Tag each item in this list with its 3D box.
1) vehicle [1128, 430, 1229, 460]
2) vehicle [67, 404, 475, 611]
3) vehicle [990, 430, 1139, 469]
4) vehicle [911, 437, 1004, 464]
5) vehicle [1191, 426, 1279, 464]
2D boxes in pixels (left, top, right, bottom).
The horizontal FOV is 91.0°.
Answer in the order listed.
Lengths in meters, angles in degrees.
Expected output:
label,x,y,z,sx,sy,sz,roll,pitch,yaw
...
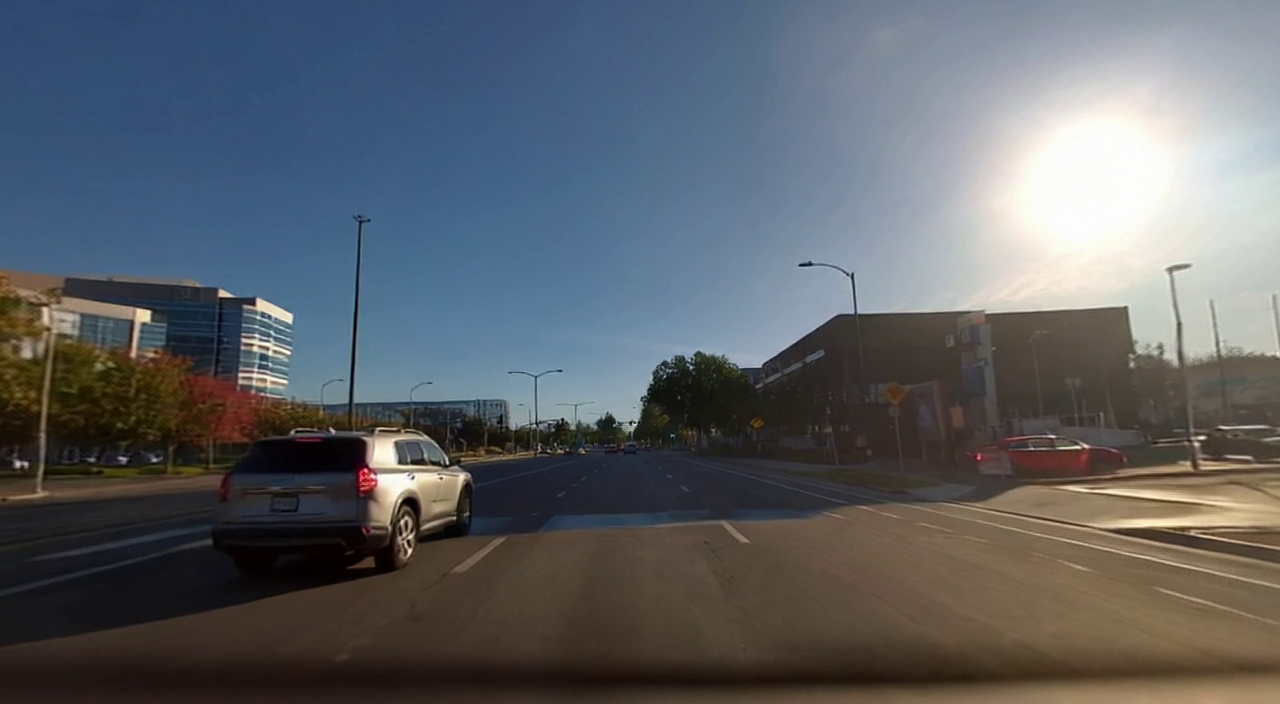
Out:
label,x,y,z,sx,sy,sz,roll,pitch,yaw
vehicle,30.744,5.350,36.030,3.806,1.635,1.937,-1,-9,6
vehicle,-3.599,1.604,7.503,2.039,1.656,4.710,0,-9,-1
vehicle,17.452,4.045,26.089,4.671,1.466,1.937,0,-9,5
vehicle,18.304,5.699,36.441,4.398,1.457,1.806,0,-9,1
vehicle,30.189,4.525,30.659,4.507,1.752,2.016,-1,-9,9
